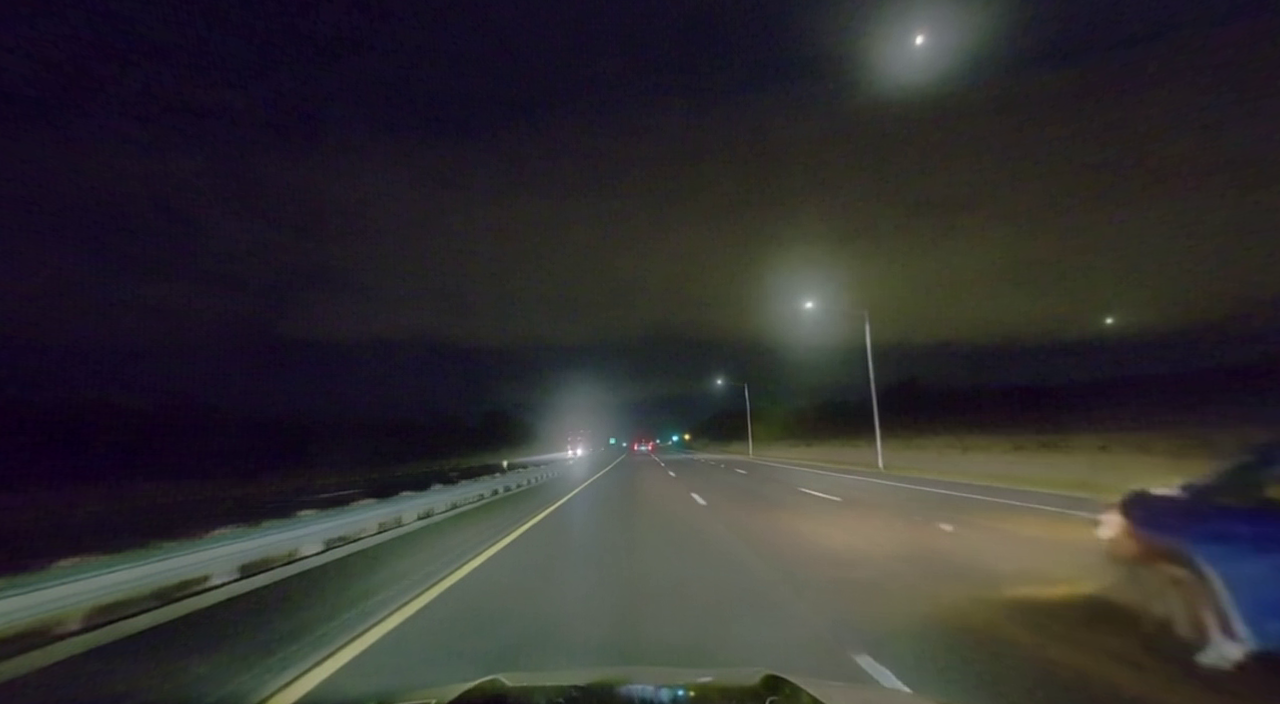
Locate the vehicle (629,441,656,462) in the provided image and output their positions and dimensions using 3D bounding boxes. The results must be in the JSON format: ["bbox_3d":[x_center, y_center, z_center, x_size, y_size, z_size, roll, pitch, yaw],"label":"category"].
[{"bbox_3d":[0.212,7.546,47.909,2.009,1.554,4.013,0,-8,0],"label":"vehicle"}]

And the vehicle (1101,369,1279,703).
[{"bbox_3d":[3.939,0.743,1.903,2.037,1.609,4.036,0,-8,1],"label":"vehicle"}]
